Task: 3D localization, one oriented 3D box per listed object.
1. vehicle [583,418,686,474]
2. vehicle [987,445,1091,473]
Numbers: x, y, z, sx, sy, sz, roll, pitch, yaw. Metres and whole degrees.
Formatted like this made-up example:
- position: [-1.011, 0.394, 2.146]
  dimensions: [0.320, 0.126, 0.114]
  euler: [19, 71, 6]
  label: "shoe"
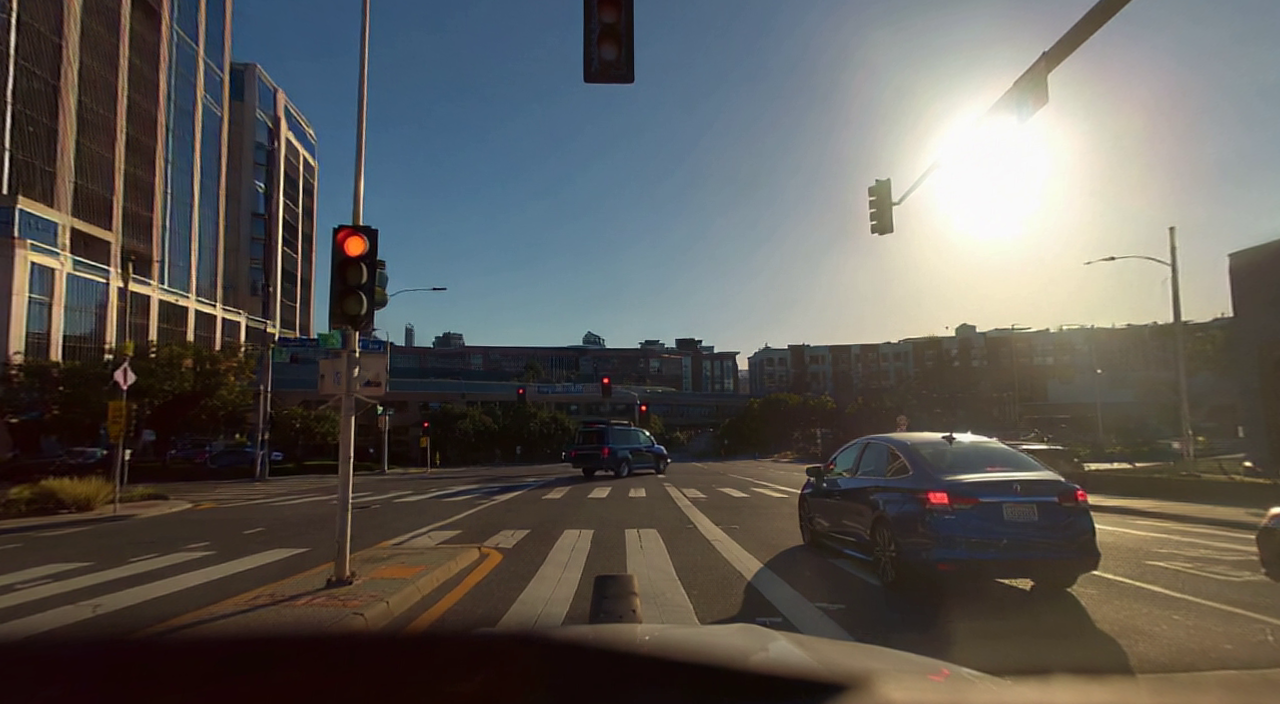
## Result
- position: [-0.178, 5.798, 38.703]
  dimensions: [2.678, 3.096, 7.088]
  euler: [-7, -11, 35]
  label: "vehicle"
- position: [23.271, 6.265, 36.708]
  dimensions: [4.736, 1.542, 1.966]
  euler: [0, -9, -2]
  label: "vehicle"
